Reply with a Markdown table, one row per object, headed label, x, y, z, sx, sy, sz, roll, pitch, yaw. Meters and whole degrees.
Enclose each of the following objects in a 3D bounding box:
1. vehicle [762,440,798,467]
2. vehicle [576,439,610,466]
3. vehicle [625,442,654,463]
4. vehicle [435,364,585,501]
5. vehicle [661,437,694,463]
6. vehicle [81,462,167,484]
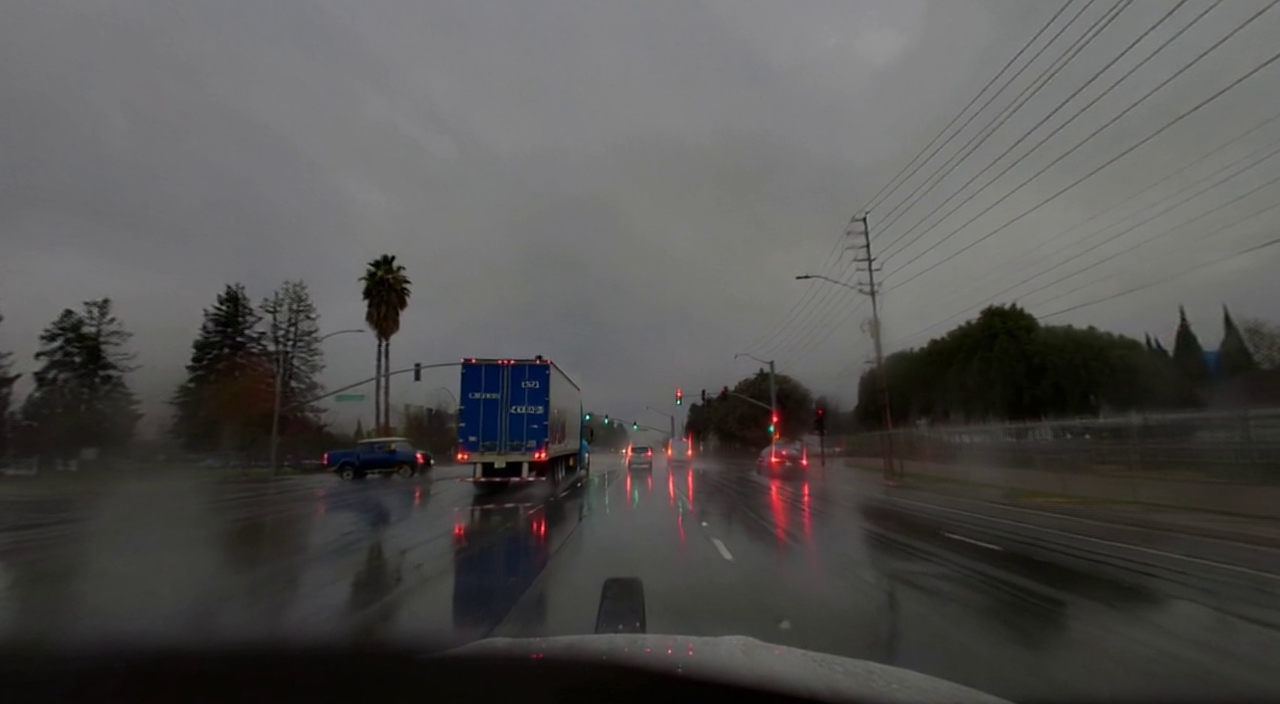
| label | x | y | z | sx | sy | sz | roll | pitch | yaw |
| --- | --- | --- | --- | --- | --- | --- | --- | --- | --- |
| vehicle | 9.289 | 6.693 | 41.777 | 2.102 | 1.662 | 4.533 | -2 | -9 | 13 |
| vehicle | -3.271 | 7.079 | 44.538 | 1.994 | 1.806 | 4.564 | 0 | -9 | 0 |
| vehicle | -0.087 | 7.594 | 47.584 | 2.117 | 1.499 | 4.036 | 0 | -9 | -1 |
| vehicle | -3.519 | 2.588 | 19.623 | 2.889 | 3.347 | 8.285 | 0 | -9 | 0 |
| vehicle | 2.822 | 7.546 | 48.635 | 2.086 | 1.849 | 4.607 | 0 | -9 | -1 |
| vehicle | -40.551 | 9.524 | 49.755 | 4.718 | 1.630 | 2.087 | 2 | -9 | -12 |
